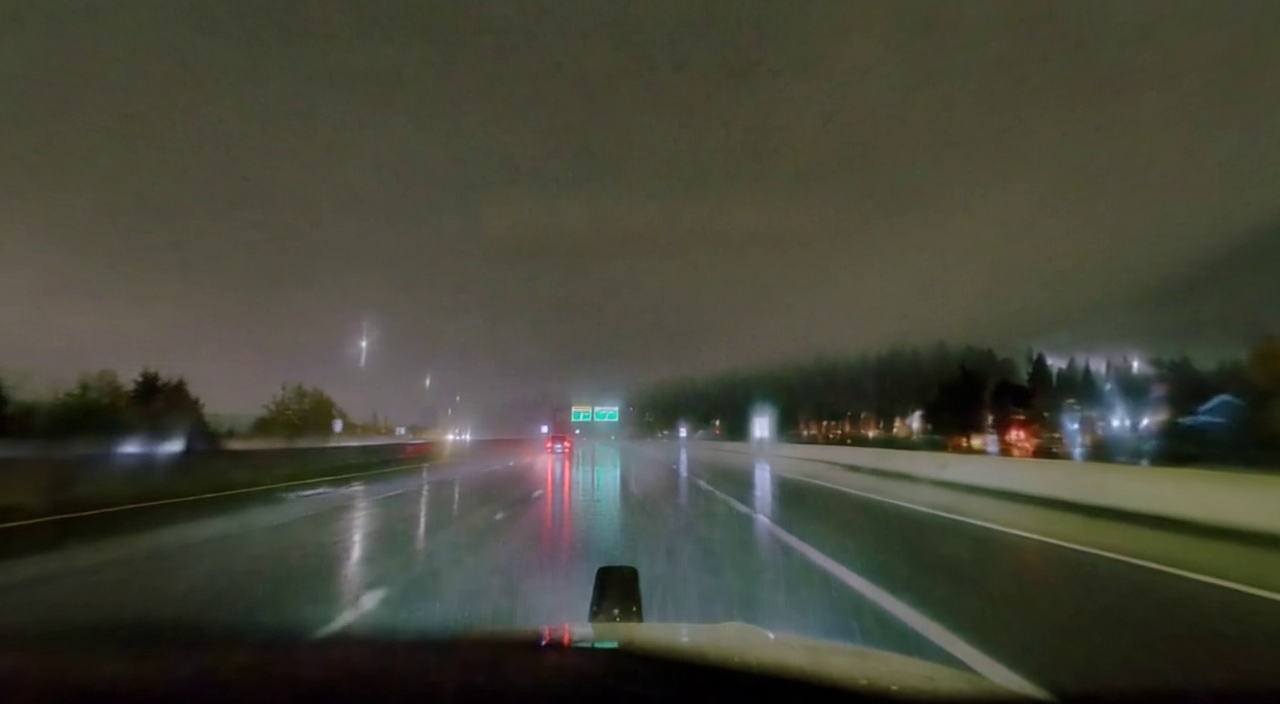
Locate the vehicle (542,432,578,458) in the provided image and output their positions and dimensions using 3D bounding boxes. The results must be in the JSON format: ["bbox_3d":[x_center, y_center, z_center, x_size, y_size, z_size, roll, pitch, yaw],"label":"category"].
[{"bbox_3d":[-5.061,5.912,40.255,1.878,1.548,3.966,0,-8,-1],"label":"vehicle"}]
